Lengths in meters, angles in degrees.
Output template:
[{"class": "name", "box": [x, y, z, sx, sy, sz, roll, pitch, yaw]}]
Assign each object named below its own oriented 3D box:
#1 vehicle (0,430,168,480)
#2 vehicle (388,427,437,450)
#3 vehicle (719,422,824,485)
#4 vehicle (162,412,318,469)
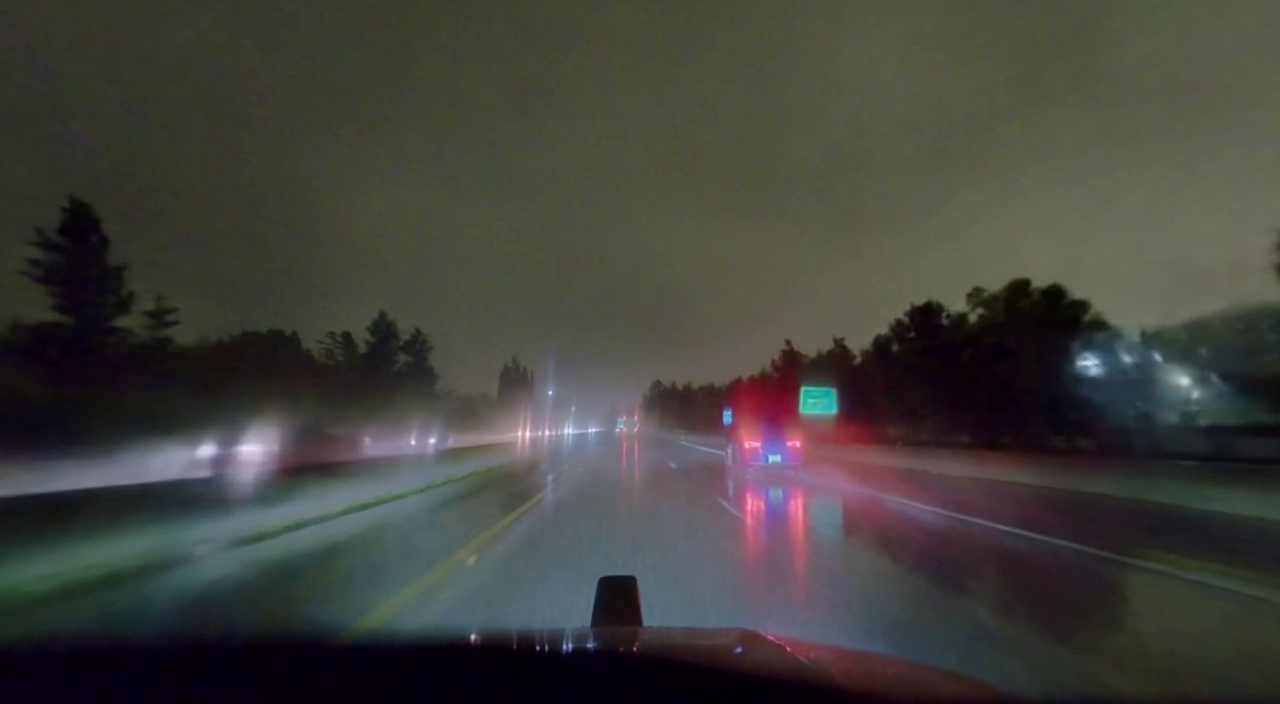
[{"class": "vehicle", "box": [-19.358, 3.552, 22.131, 1.922, 1.550, 4.669, 0, -8, -1]}, {"class": "vehicle", "box": [-17.039, 6.504, 47.312, 2.023, 1.579, 4.561, 0, -8, -1]}, {"class": "vehicle", "box": [3.567, 2.821, 17.820, 1.973, 1.563, 3.959, 0, -8, -2]}, {"class": "vehicle", "box": [-12.838, 2.884, 20.629, 1.984, 1.626, 4.741, 0, -8, 0]}]
